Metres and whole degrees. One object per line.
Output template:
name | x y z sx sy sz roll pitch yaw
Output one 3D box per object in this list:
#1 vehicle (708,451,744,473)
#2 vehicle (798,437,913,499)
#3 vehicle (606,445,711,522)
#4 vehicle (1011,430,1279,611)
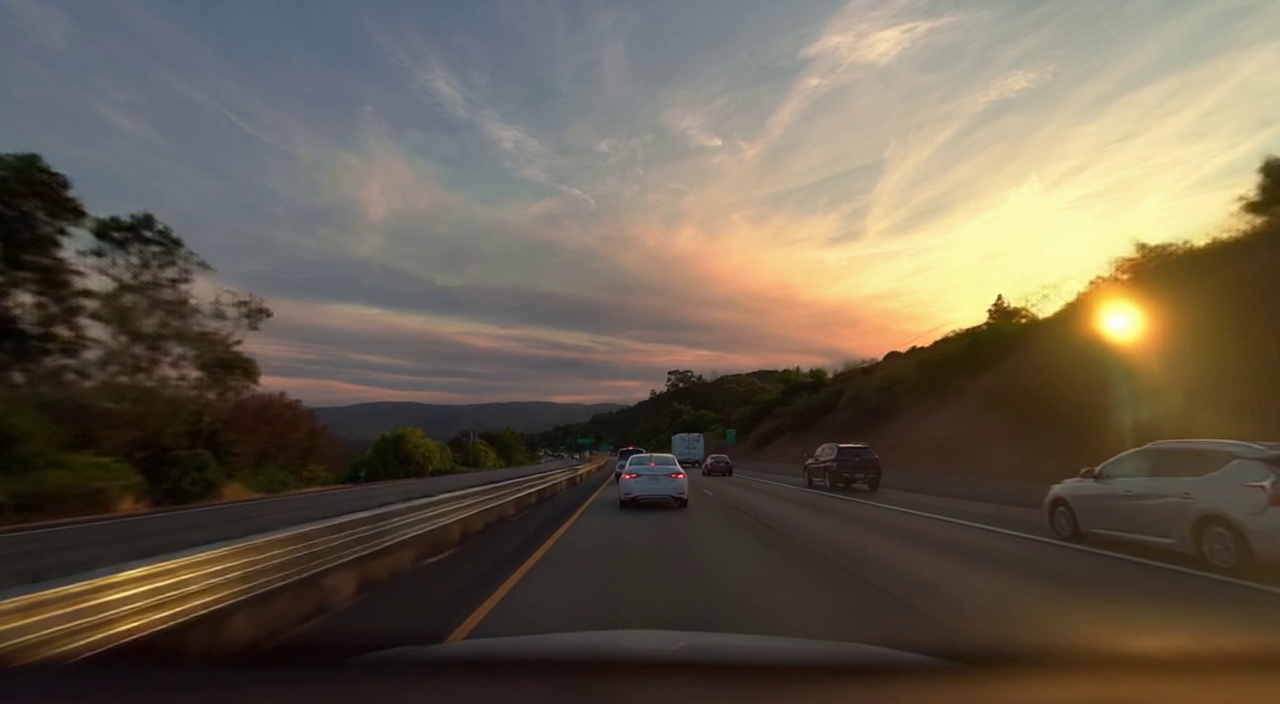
vehicle | 6.065 7.802 44.839 1.921 1.451 3.841 0 -9 -2
vehicle | 6.533 3.577 19.714 1.980 1.702 4.235 0 -9 -1
vehicle | 0.347 2.911 14.421 2.076 1.485 3.774 0 -9 0
vehicle | 6.270 1.644 6.807 1.965 1.484 4.090 0 -9 -1
